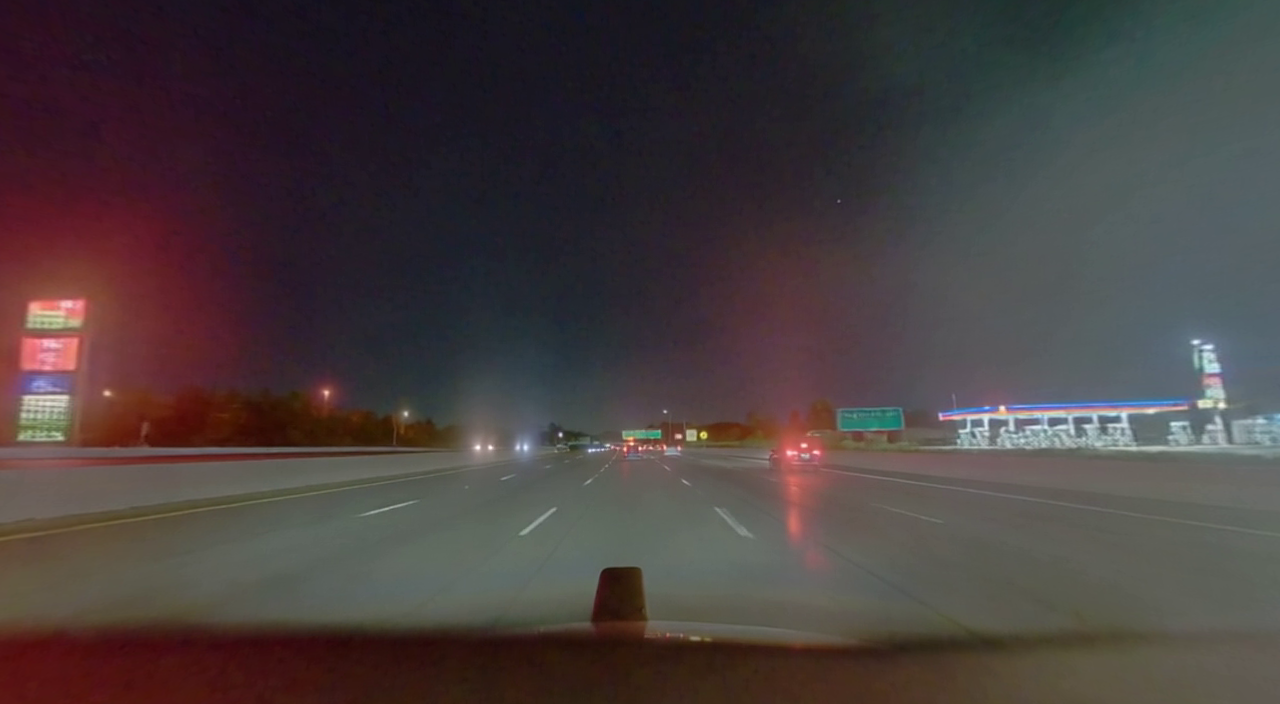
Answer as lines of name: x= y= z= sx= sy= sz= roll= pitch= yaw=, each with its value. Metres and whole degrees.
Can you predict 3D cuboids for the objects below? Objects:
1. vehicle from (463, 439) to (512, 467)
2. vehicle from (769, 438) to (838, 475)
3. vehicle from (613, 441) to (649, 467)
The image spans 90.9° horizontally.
vehicle: x=-9.978 y=6.618 z=41.556 sx=2.005 sy=1.725 sz=5.137 roll=0 pitch=-8 yaw=-1
vehicle: x=7.084 y=4.570 z=27.773 sx=1.867 sy=1.463 sz=4.295 roll=0 pitch=-8 yaw=-1
vehicle: x=-0.563 y=6.081 z=37.843 sx=1.999 sy=1.473 sz=4.351 roll=0 pitch=-8 yaw=-1
